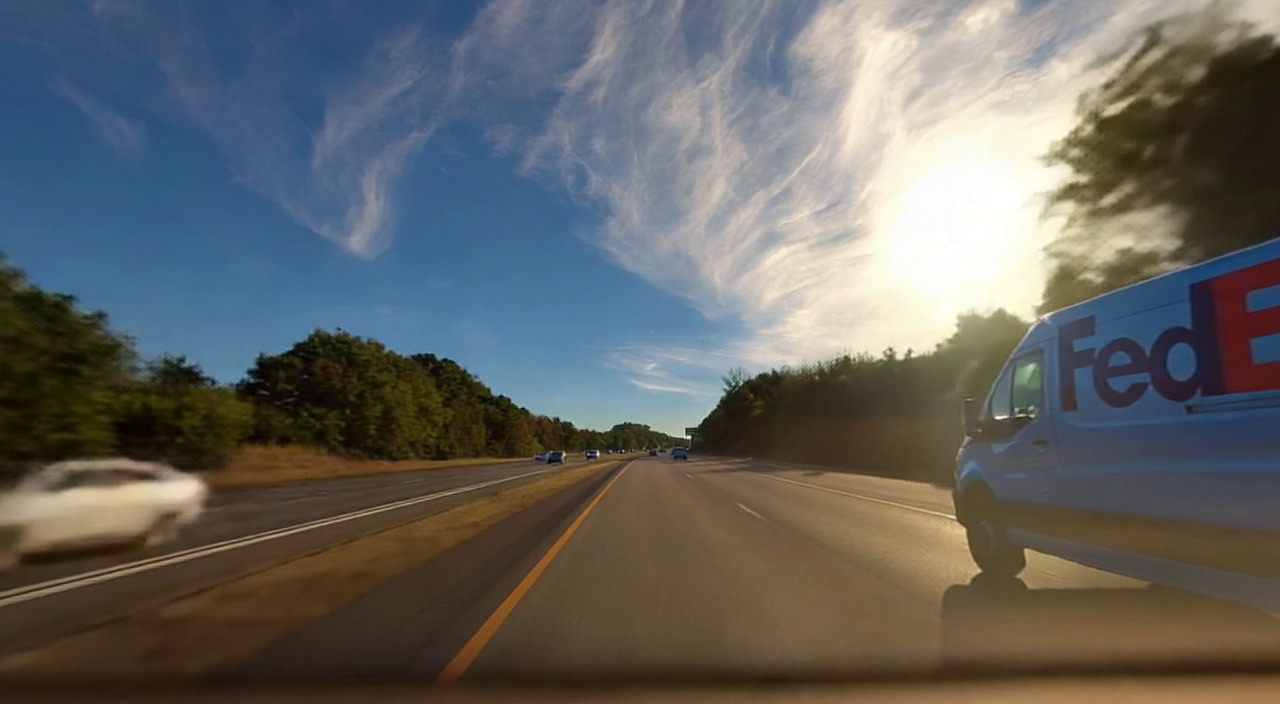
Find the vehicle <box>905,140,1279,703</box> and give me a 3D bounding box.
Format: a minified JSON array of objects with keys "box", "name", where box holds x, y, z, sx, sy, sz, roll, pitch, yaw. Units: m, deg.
[{"box":[3.906,0.478,3.033,2.522,2.556,6.180,0,-9,0],"name":"vehicle"}]
